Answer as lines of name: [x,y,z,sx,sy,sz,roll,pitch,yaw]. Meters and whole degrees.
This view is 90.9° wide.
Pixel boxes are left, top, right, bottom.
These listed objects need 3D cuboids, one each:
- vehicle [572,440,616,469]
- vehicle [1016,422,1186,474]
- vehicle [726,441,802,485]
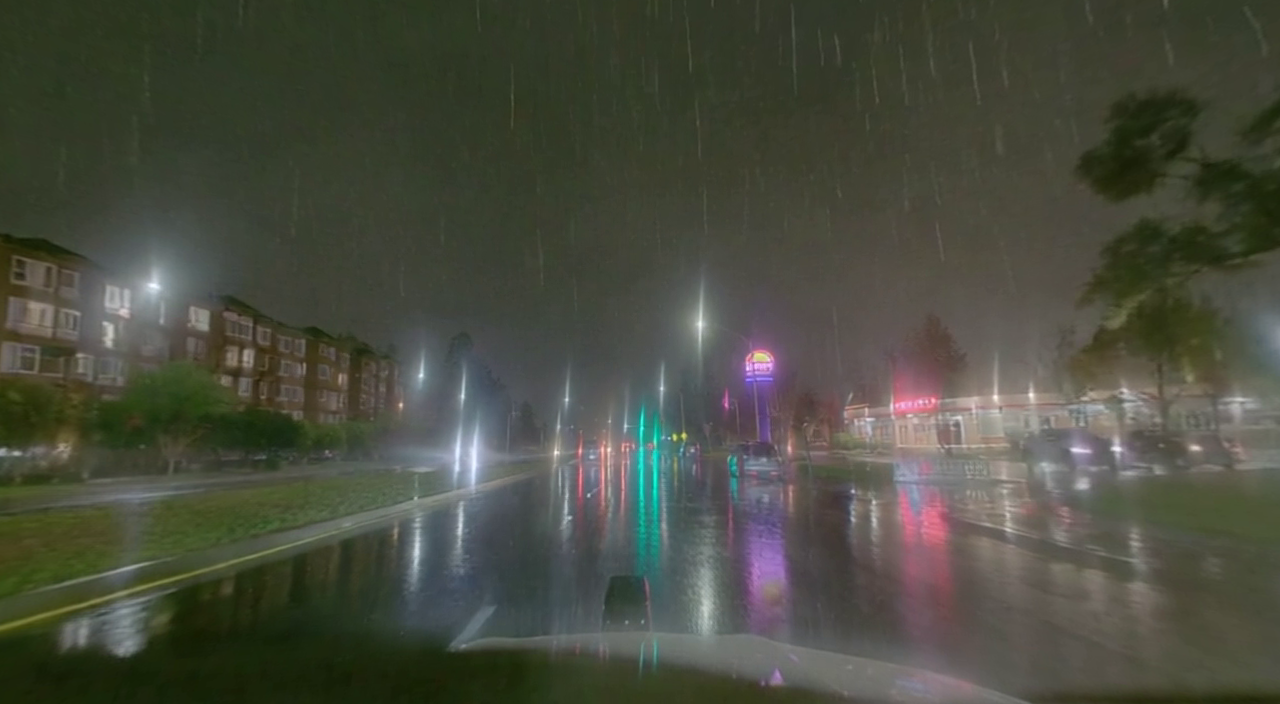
vehicle: [-2.625,6.005,37.126,2.176,1.543,4.335,0,-9,1]
vehicle: [15.832,3.360,22.060,2.259,1.602,4.606,0,-9,-4]
vehicle: [4.631,4.212,24.198,2.025,1.500,4.465,0,-9,0]
